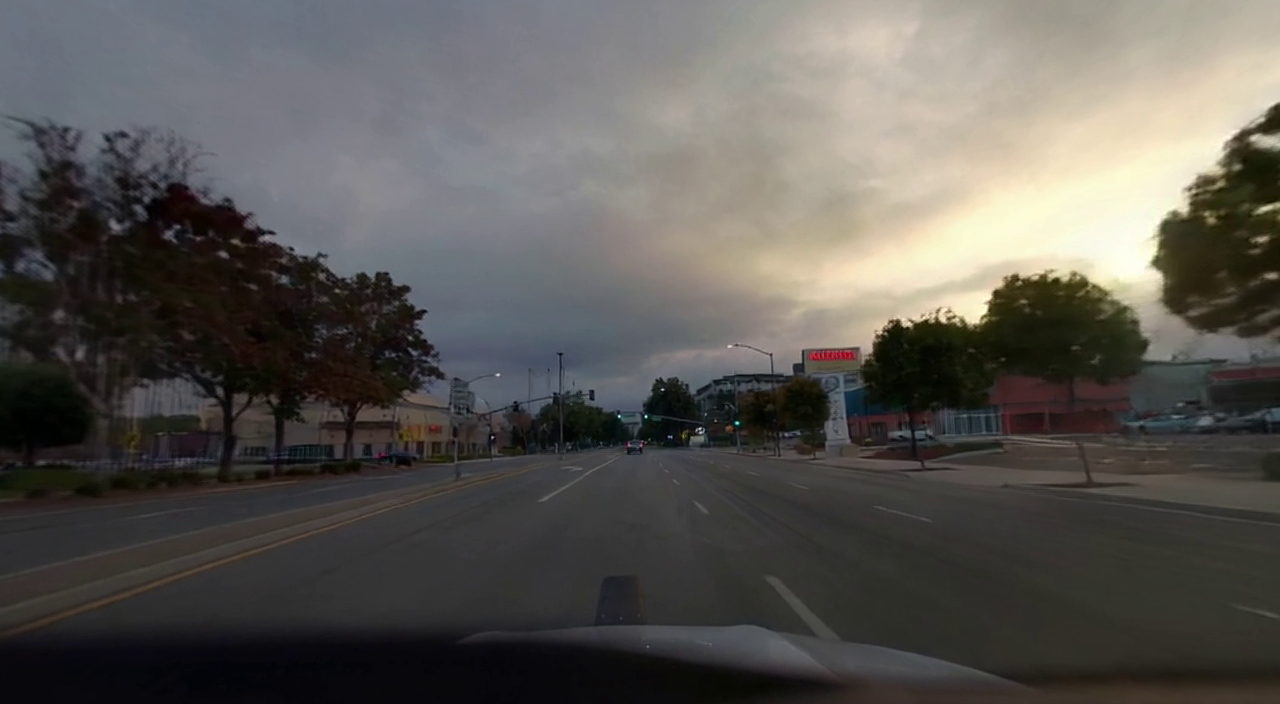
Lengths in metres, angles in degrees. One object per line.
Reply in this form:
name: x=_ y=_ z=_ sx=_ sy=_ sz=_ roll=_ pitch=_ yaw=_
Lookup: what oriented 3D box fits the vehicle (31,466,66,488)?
vehicle: x=-45.776 y=9.642 z=48.874 sx=1.745 sy=1.483 sz=4.443 roll=9 pitch=-12 yaw=-43
